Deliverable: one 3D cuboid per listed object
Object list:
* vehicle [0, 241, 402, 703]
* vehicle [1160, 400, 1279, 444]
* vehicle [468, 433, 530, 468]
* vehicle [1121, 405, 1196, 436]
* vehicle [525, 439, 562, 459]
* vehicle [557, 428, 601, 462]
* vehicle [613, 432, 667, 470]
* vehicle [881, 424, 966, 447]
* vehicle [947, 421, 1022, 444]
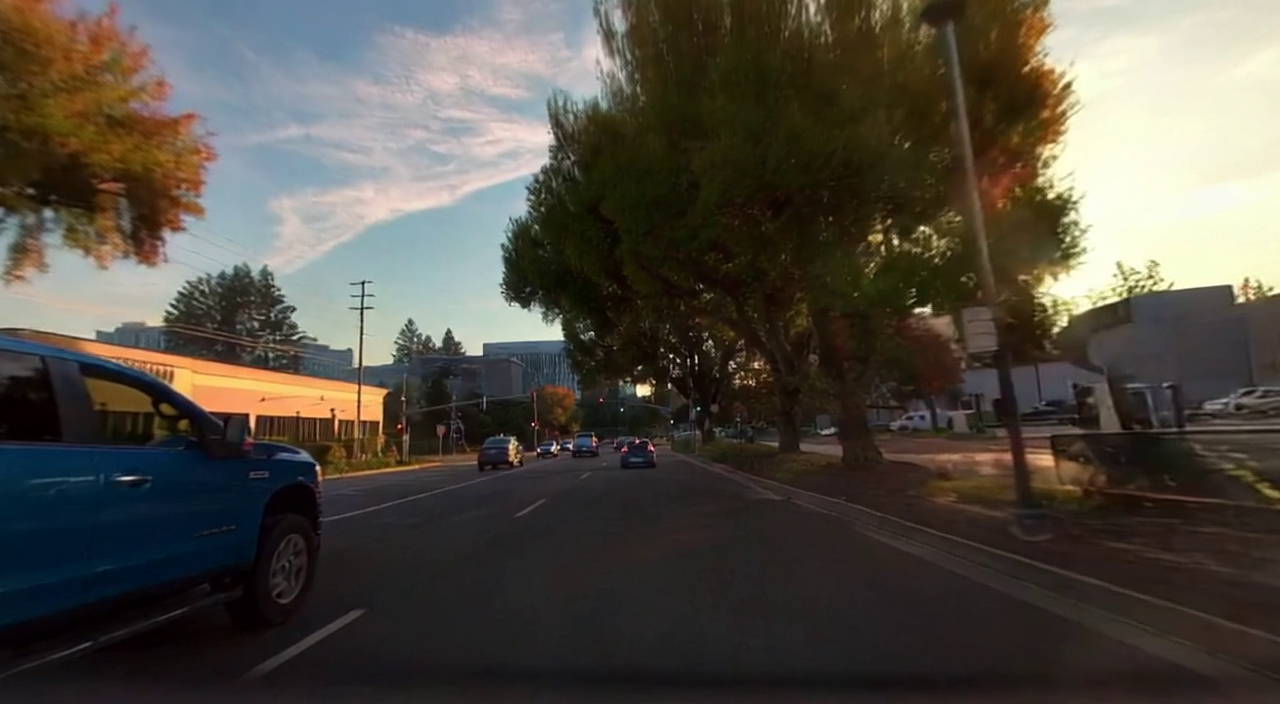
[{"bbox_3d":[-3.564,0.647,2.204,2.552,2.079,6.810,0,-8,2],"label":"vehicle"},{"bbox_3d":[23.913,2.859,25.413,4.074,1.493,1.981,-9,-11,33],"label":"vehicle"},{"bbox_3d":[-7.789,5.494,35.326,2.146,1.788,5.153,0,-8,2],"label":"vehicle"},{"bbox_3d":[35.060,4.703,42.420,4.805,1.911,2.234,5,-10,-31],"label":"vehicle"},{"bbox_3d":[-7.438,7.519,48.688,2.065,1.495,4.481,0,-8,1],"label":"vehicle"},{"bbox_3d":[-3.753,5.820,39.364,2.243,1.976,4.514,0,-8,1],"label":"vehicle"},{"bbox_3d":[-0.028,4.383,27.987,2.191,1.530,4.470,0,-8,-1],"label":"vehicle"},{"bbox_3d":[19.311,5.732,42.782,5.025,1.475,1.956,-5,-9,29],"label":"vehicle"},{"bbox_3d":[25.031,5.896,45.682,4.588,1.555,1.939,-6,-10,30],"label":"vehicle"}]
